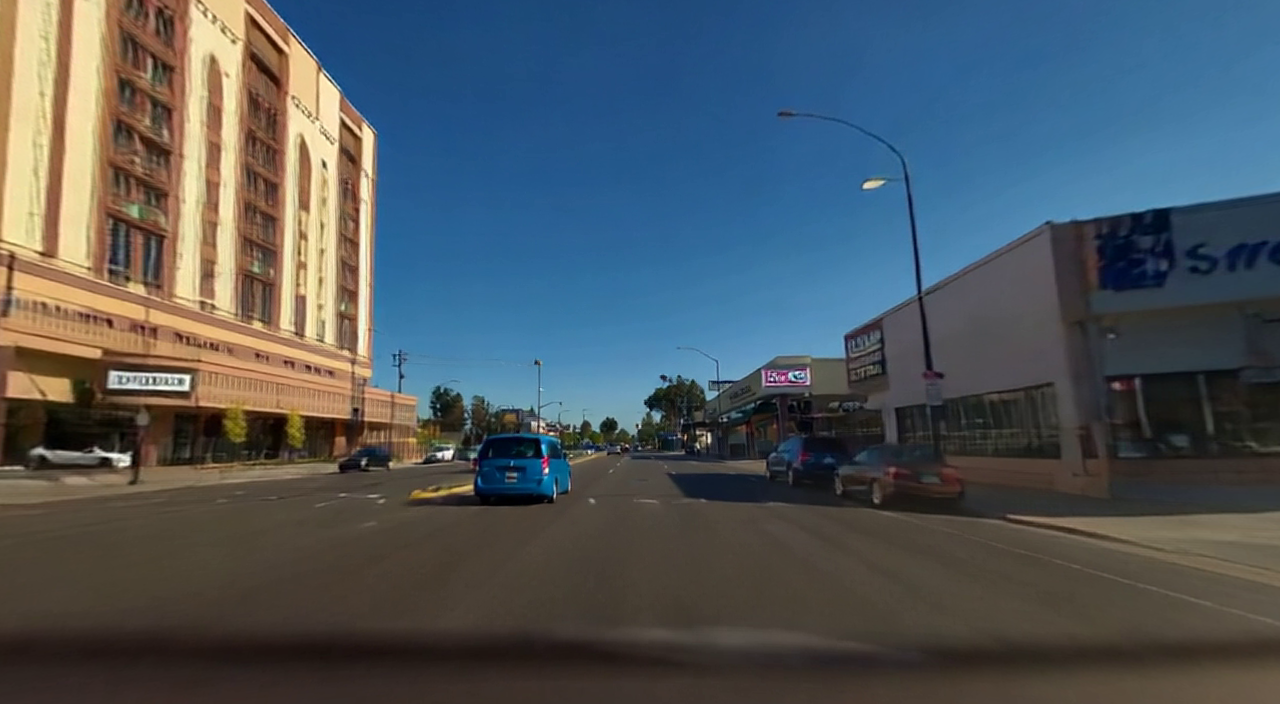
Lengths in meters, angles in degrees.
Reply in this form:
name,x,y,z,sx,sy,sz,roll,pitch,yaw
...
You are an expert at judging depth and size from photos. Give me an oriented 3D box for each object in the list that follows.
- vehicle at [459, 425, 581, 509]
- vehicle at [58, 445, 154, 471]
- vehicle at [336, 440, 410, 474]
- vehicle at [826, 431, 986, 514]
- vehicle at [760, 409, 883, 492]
name,x,y,z,sx,sy,sz,roll,pitch,yaw
vehicle,-2.652,2.666,14.942,2.080,1.722,3.766,0,-8,1
vehicle,-33.583,6.647,39.814,1.794,1.478,4.992,0,-8,-2
vehicle,-14.488,5.731,34.461,1.993,1.710,4.520,0,-8,1
vehicle,6.426,2.942,15.964,1.942,1.753,4.912,0,-8,1
vehicle,6.255,3.523,22.757,2.642,2.582,6.157,0,-8,1
